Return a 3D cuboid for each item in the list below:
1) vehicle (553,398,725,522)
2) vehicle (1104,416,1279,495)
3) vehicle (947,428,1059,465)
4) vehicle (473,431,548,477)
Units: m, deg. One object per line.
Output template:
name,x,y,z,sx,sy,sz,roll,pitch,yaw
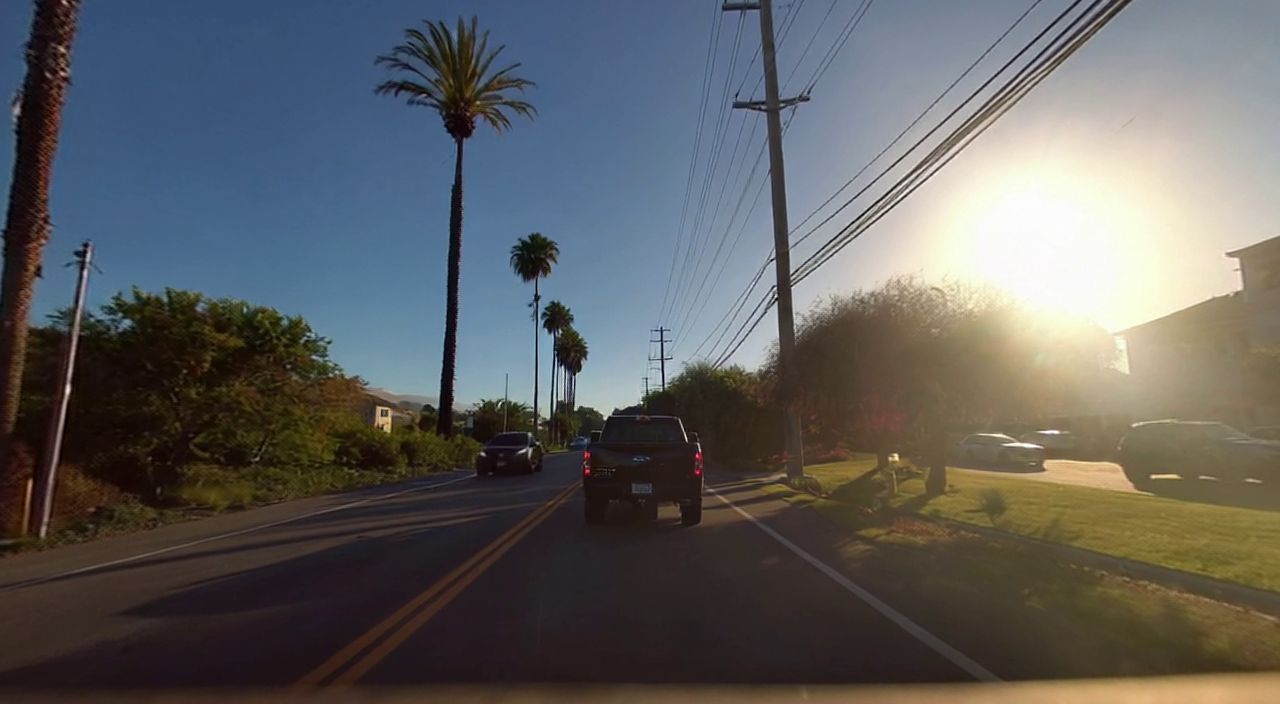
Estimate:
vehicle,0.008,2.242,13.570,2.848,2.047,5.885,0,-8,1
vehicle,16.048,2.976,18.481,2.338,1.917,6.076,-3,-9,21
vehicle,20.359,5.368,35.886,2.277,1.836,6.267,0,-9,-4
vehicle,-5.542,4.461,27.796,2.271,1.798,5.412,0,-8,-1
